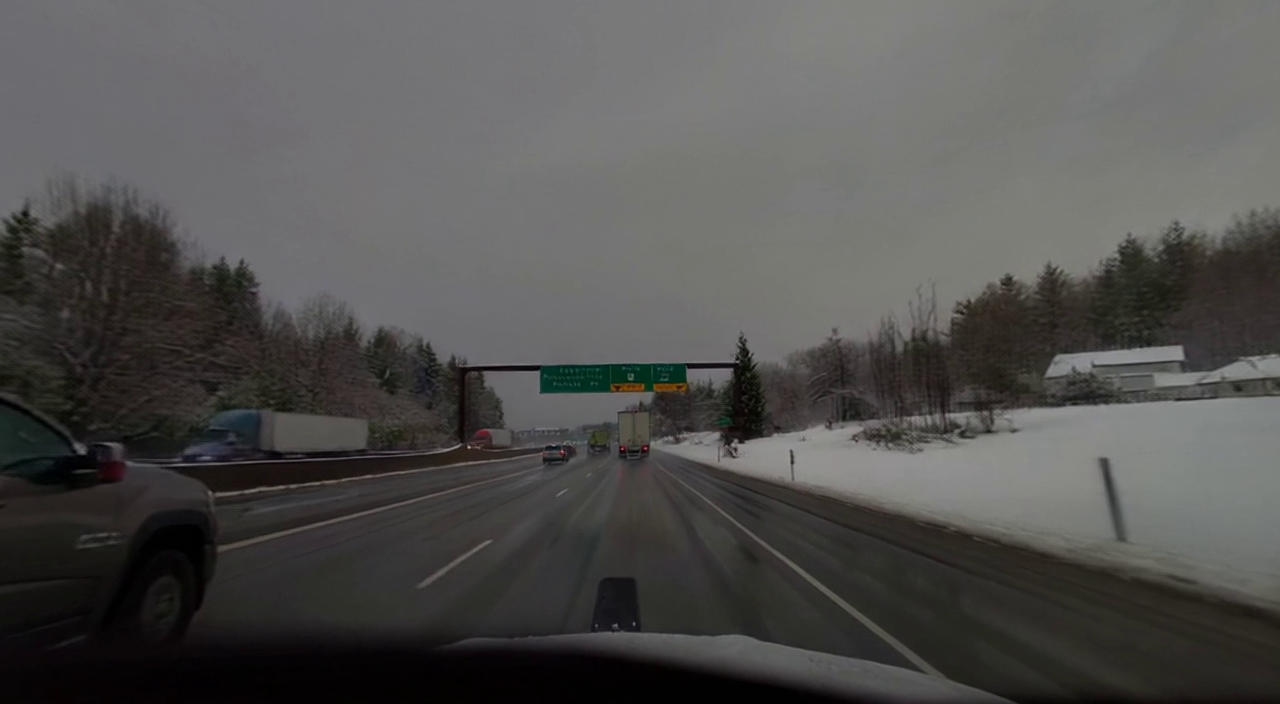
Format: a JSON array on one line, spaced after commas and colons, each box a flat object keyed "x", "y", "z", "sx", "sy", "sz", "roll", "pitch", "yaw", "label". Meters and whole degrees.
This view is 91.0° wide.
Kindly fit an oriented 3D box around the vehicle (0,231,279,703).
[{"x": -3.427, "y": 0.492, "z": 1.568, "sx": 2.223, "sy": 2.045, "sz": 4.798, "roll": 0, "pitch": -8, "yaw": -1, "label": "vehicle"}]

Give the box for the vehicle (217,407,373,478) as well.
[{"x": -23.134, "y": 6.280, "z": 43.883, "sx": 2.924, "sy": 4.080, "sz": 14.299, "roll": 0, "pitch": -8, "yaw": 0, "label": "vehicle"}]
